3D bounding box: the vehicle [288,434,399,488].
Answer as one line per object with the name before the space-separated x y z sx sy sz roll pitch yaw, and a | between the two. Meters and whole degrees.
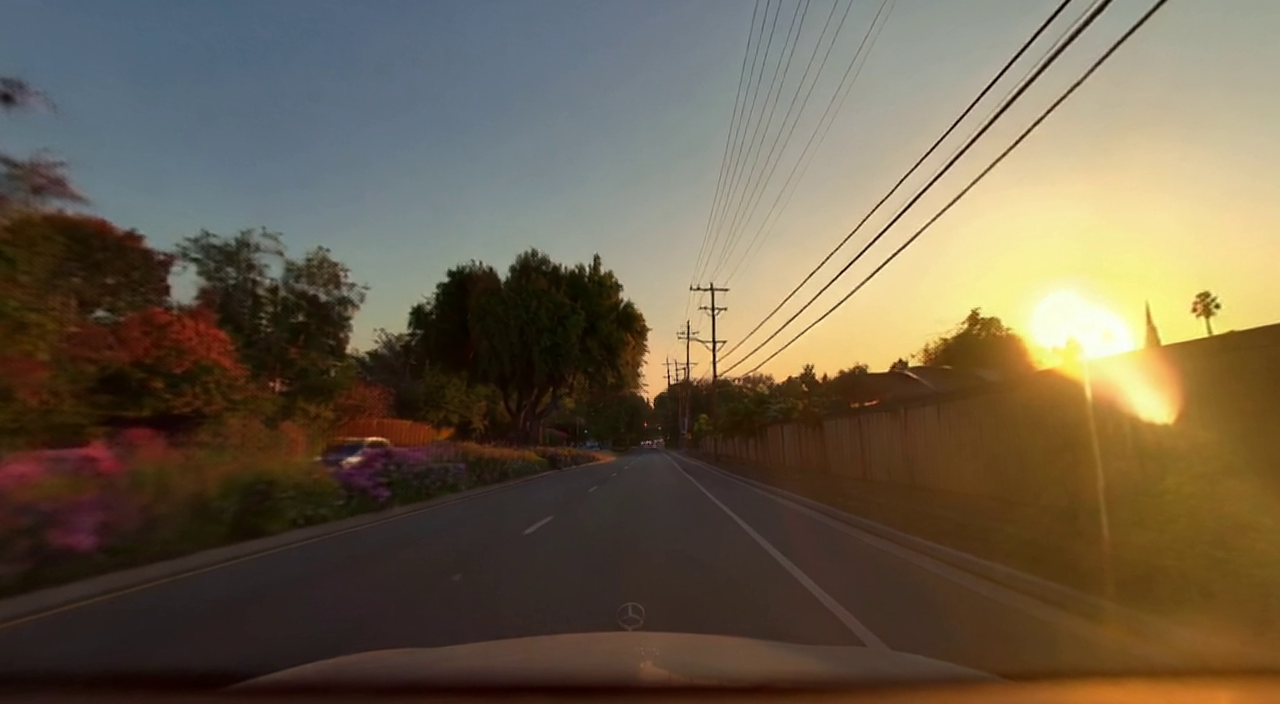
vehicle | -11.000 4.054 23.790 2.044 1.815 4.244 0 -8 1
